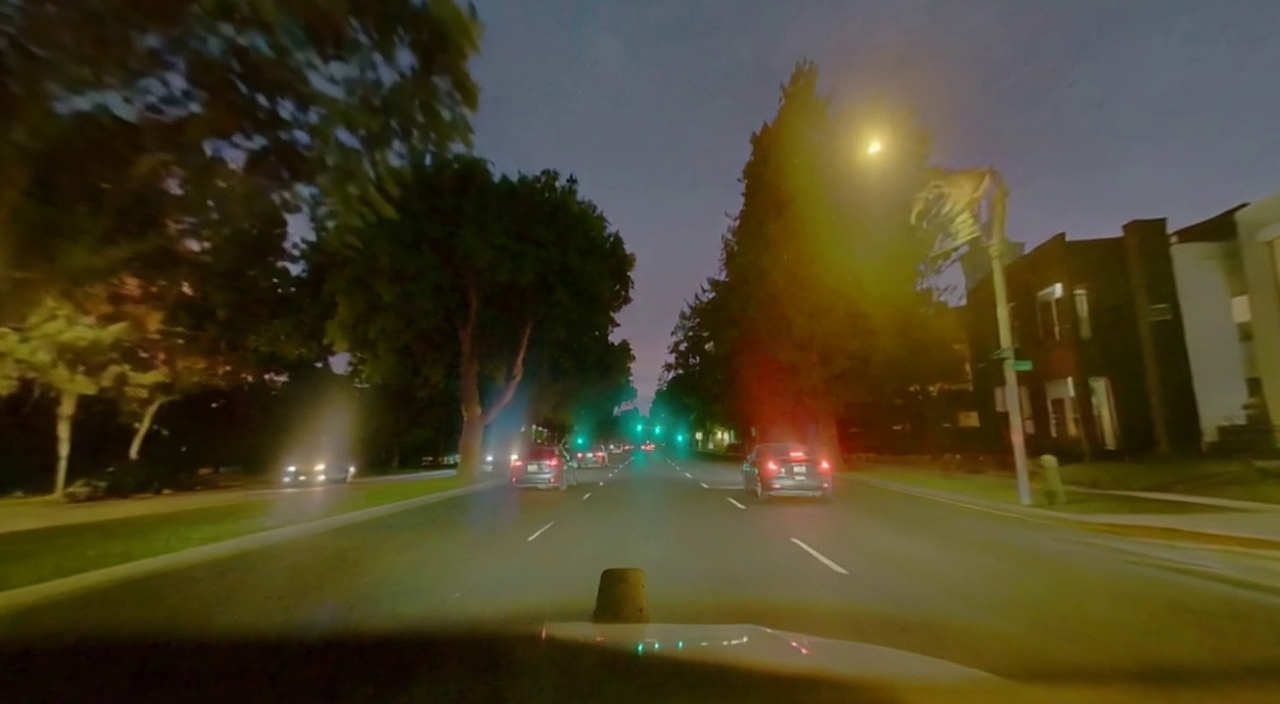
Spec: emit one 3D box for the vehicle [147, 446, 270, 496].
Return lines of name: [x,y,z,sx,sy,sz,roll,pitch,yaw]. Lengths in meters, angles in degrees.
vehicle: [-18.920,5.177,27.964,2.032,1.989,4.727,0,-8,1]

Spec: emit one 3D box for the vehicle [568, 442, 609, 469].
vehicle: [-3.026,6.196,37.779,1.988,1.497,4.404,0,-8,2]

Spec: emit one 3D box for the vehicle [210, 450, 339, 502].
vehicle: [-12.132,4.093,21.291,1.817,1.547,4.220,0,-9,0]

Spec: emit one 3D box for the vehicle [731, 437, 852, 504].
vehicle: [3.721,3.003,16.408,2.010,1.486,4.498,0,-8,0]

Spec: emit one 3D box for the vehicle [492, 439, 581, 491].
vehicle: [-3.200,3.604,20.417,2.053,1.480,4.381,0,-8,1]

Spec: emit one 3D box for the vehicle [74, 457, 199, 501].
vehicle: [-22.638,5.686,28.615,1.960,1.698,4.446,0,-8,0]
